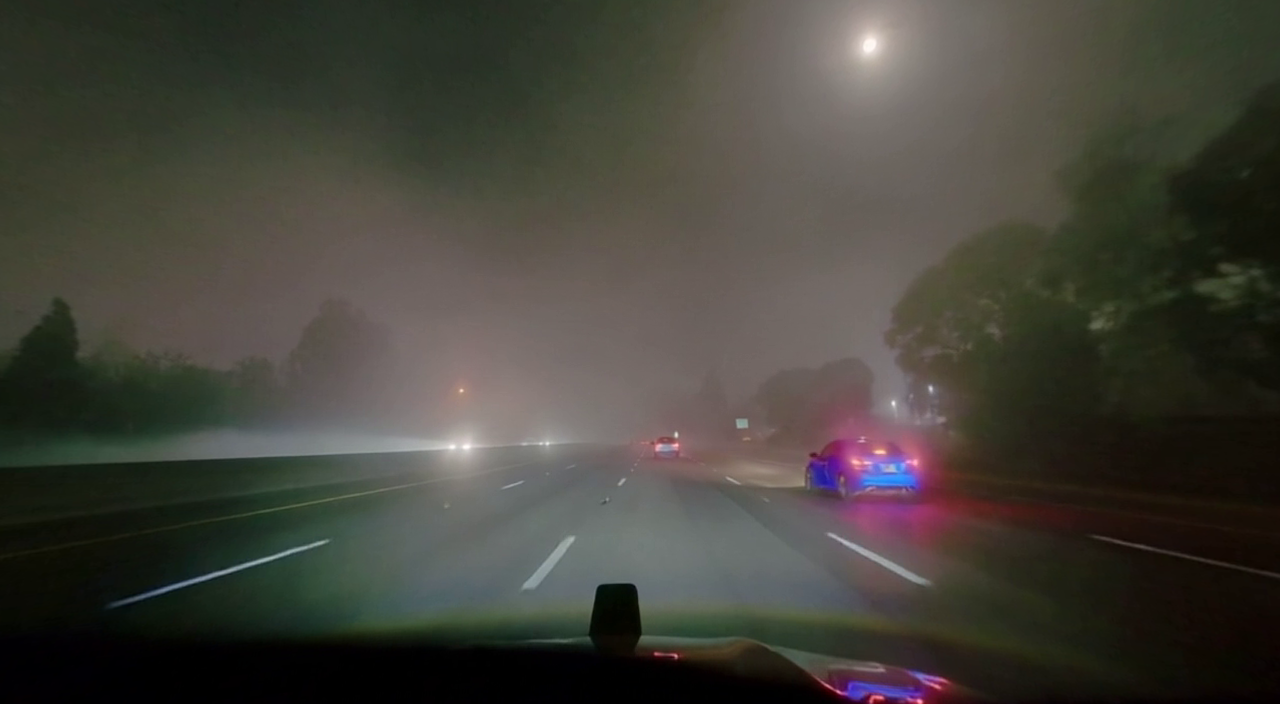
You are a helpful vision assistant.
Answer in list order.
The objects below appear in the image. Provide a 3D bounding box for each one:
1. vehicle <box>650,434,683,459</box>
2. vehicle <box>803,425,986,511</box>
[{"bbox_3d":[1.774,6.568,43.896,2.127,1.692,4.382,0,-9,0],"label":"vehicle"},{"bbox_3d":[5.137,2.426,13.633,2.029,1.528,4.644,0,-9,0],"label":"vehicle"}]
